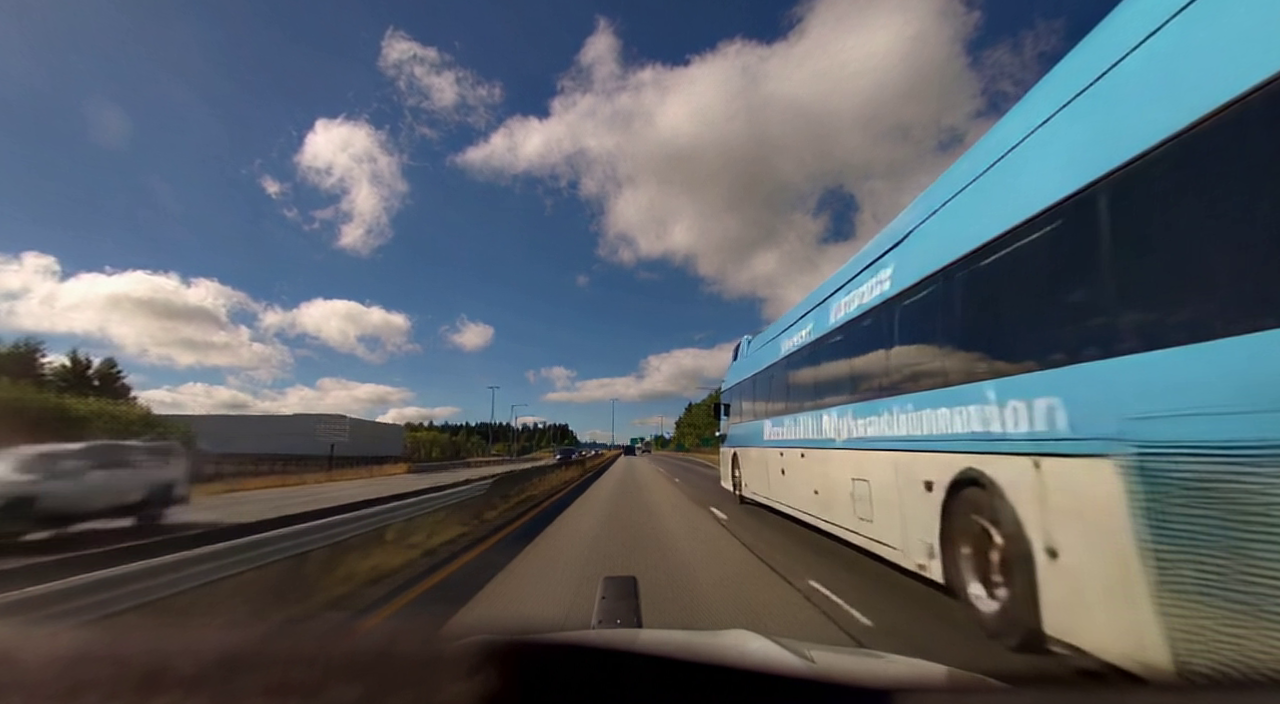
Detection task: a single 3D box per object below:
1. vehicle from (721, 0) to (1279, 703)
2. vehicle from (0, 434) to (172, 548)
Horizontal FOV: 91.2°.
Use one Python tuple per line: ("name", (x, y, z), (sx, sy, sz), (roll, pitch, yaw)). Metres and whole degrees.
("vehicle", (3.661, 0.282, 7.407), (3.277, 4.084, 14.213), (0, -9, -1))
("vehicle", (-9.197, 1.917, 8.867), (1.872, 1.461, 4.227), (0, -9, 0))
